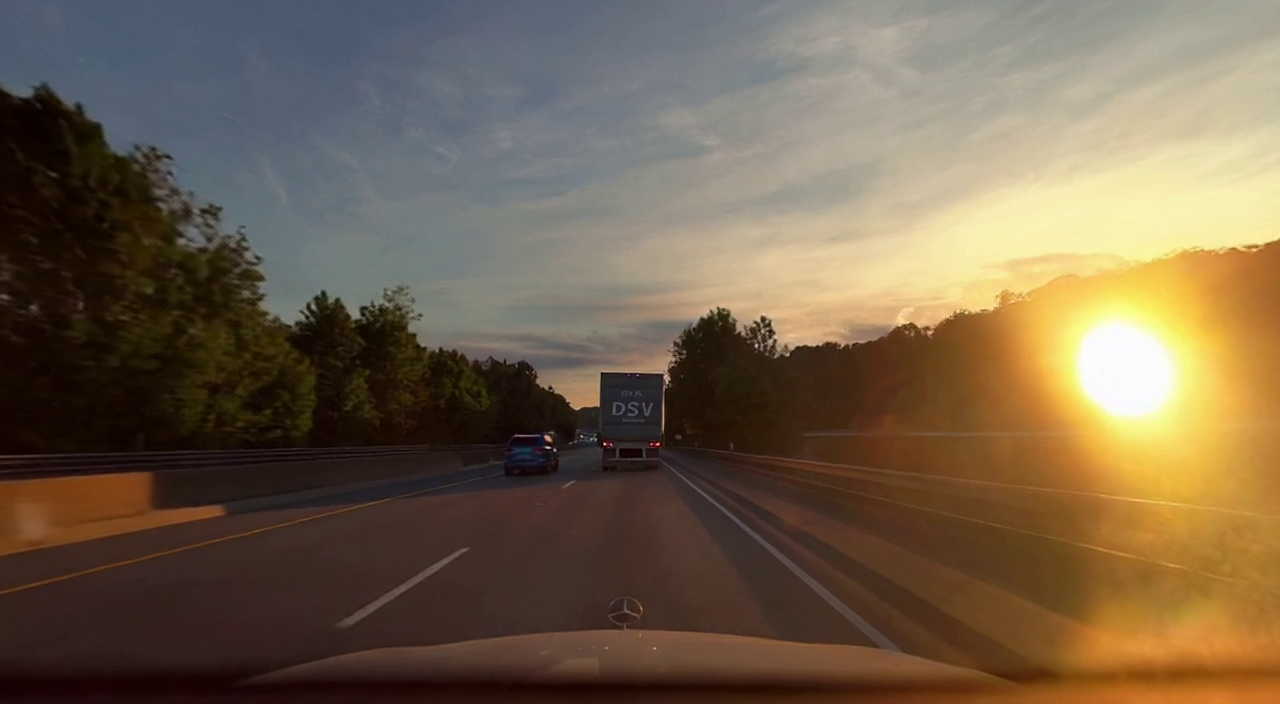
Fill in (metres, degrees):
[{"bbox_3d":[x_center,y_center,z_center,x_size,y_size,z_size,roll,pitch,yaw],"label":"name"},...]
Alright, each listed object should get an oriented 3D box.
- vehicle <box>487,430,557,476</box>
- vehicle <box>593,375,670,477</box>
[{"bbox_3d":[-4.876,4.259,26.793,2.086,1.778,4.544,0,-8,0],"label":"vehicle"},{"bbox_3d":[-0.431,3.602,29.727,2.969,3.957,10.270,0,-8,-1],"label":"vehicle"}]
